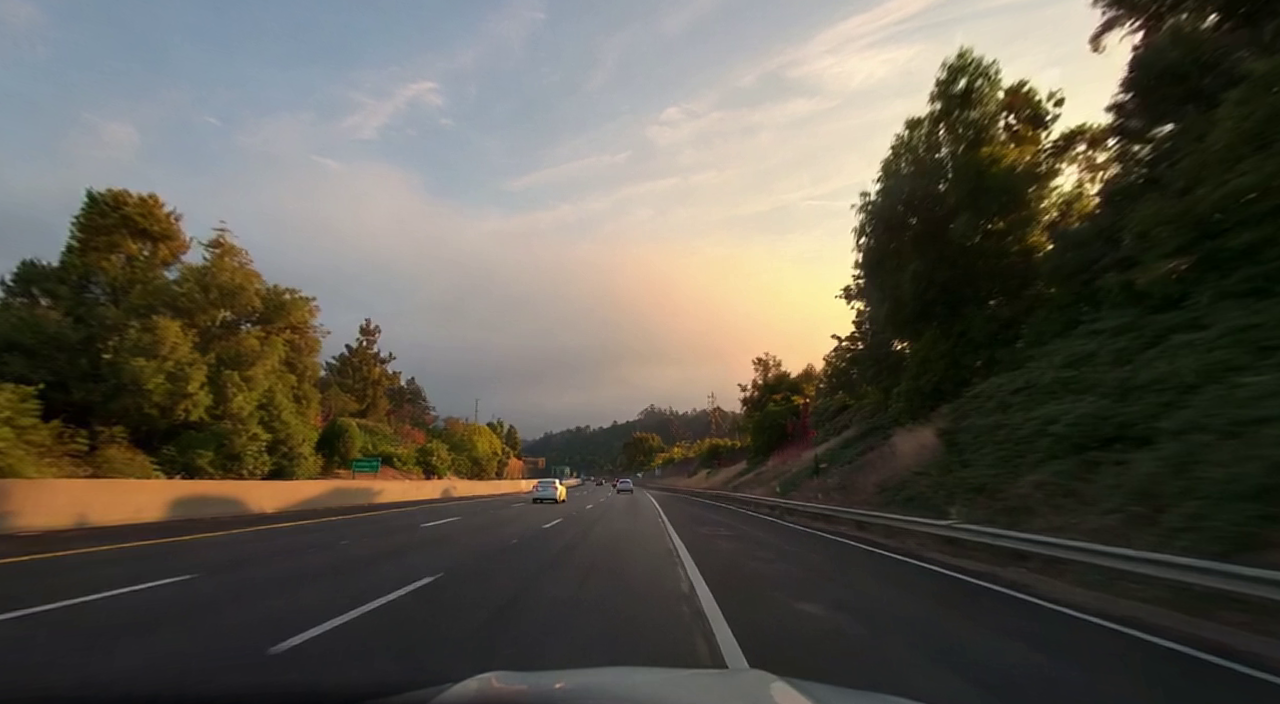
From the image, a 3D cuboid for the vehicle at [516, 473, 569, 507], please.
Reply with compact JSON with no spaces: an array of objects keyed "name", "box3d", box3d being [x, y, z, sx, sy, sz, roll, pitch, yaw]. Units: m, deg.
[{"name":"vehicle","box3d":[-5.064,7.236,33.302,2.039,1.605,4.365,0,-11,1]}]
